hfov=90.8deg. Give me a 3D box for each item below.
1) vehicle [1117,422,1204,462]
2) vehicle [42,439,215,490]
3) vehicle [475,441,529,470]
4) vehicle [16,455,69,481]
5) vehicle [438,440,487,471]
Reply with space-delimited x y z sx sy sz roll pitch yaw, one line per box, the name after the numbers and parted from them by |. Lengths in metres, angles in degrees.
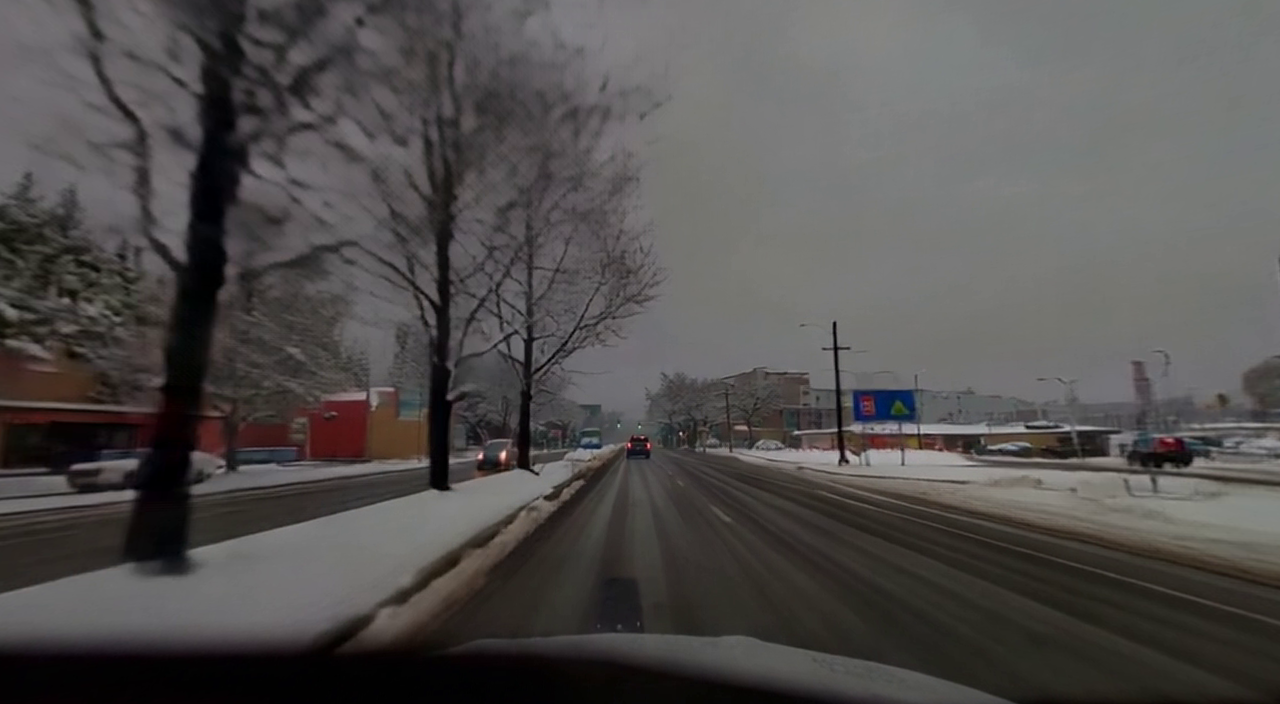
31.256 5.450 38.189 2.541 2.248 5.629 -4 -9 24 | vehicle
-22.976 5.051 28.812 5.745 1.920 2.281 3 -9 -29 | vehicle
-7.517 5.656 34.765 1.999 1.478 4.441 0 -8 0 | vehicle
-37.364 7.193 39.477 3.953 1.457 1.920 -8 -11 41 | vehicle
-10.621 6.216 38.059 1.857 1.744 3.886 0 -8 -1 | vehicle
